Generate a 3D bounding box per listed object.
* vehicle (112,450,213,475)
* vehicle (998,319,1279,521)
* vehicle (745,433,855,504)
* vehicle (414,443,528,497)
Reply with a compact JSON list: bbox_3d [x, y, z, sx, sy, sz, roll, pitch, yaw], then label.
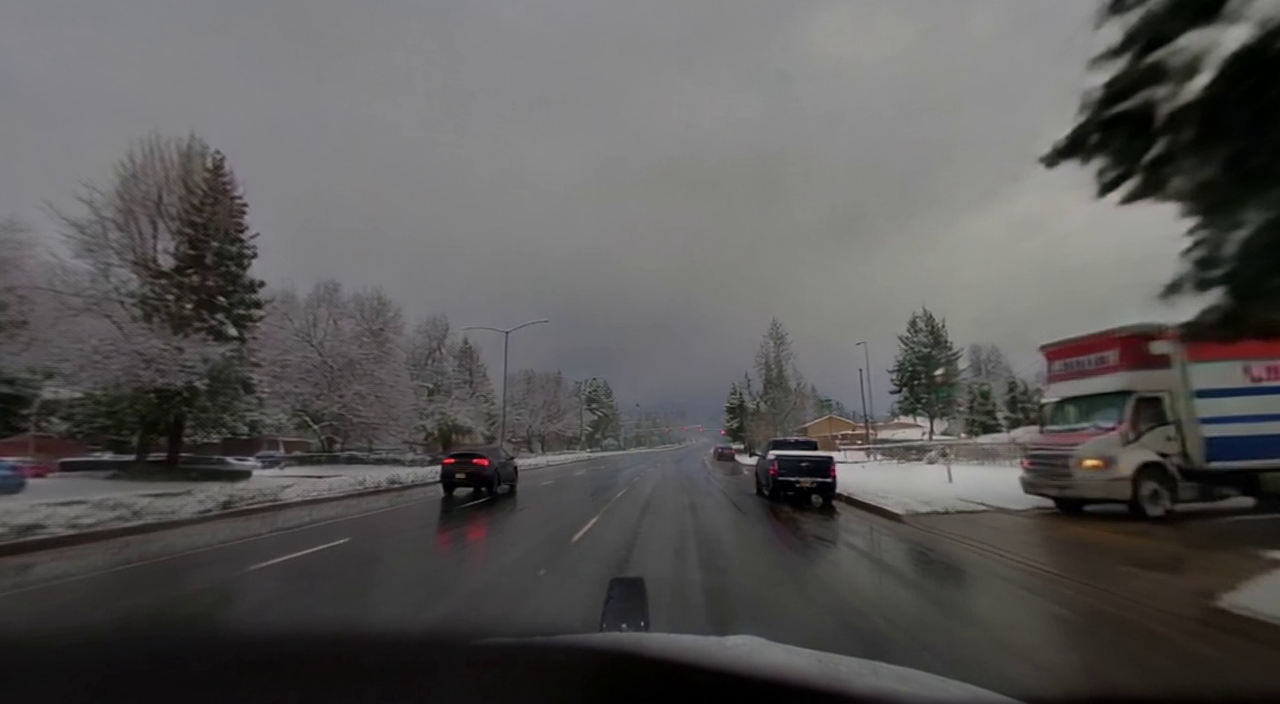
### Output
[{"bbox_3d":[-29.552,6.860,39.153,4.481,1.441,1.960,2,-9,-9],"label":"vehicle"},{"bbox_3d":[11.469,1.293,12.386,7.138,3.310,2.943,0,-9,-10],"label":"vehicle"},{"bbox_3d":[4.266,3.176,17.684,2.064,1.697,4.718,0,-9,3],"label":"vehicle"},{"bbox_3d":[-5.140,3.640,19.938,2.060,1.473,4.645,0,-9,3],"label":"vehicle"}]
